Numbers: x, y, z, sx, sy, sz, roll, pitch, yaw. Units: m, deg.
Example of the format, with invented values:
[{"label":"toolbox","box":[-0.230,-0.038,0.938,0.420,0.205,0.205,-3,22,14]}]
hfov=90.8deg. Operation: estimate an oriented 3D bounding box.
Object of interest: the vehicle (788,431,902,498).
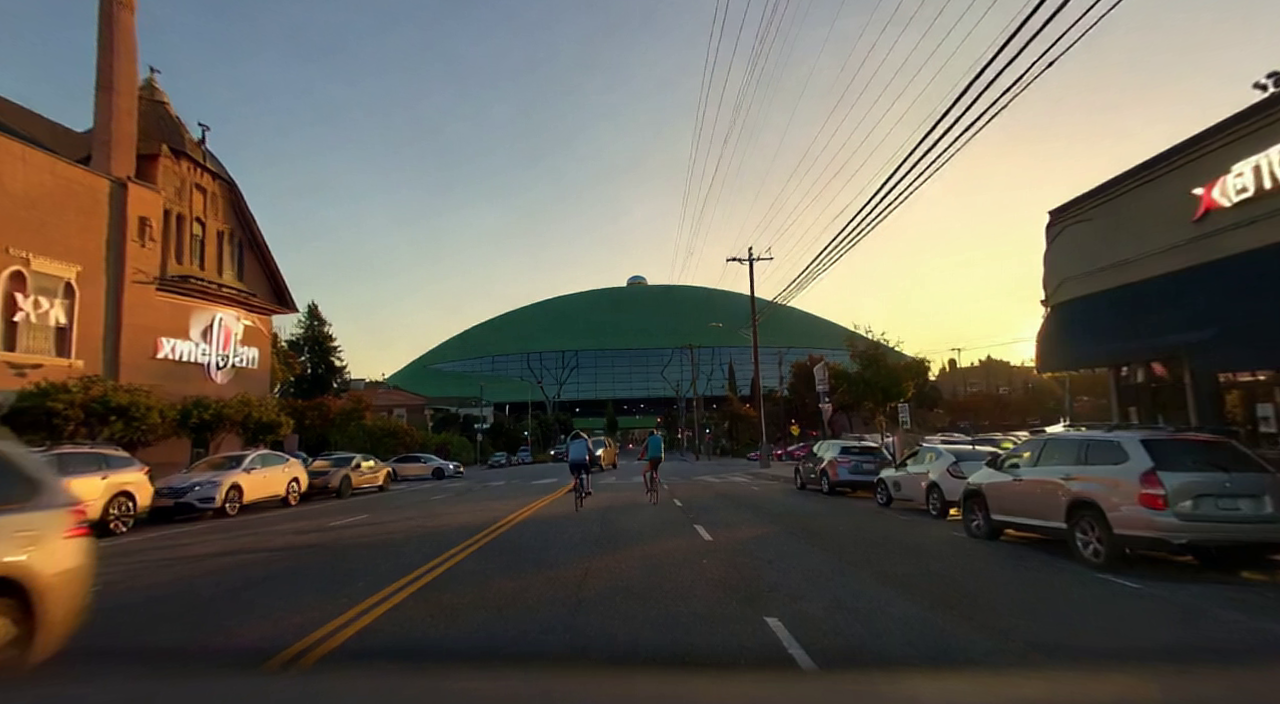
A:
[{"label":"vehicle","box":[5.761,3.192,18.290,1.873,1.714,3.979,0,-8,-1]}]

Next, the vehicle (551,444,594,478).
[{"label":"vehicle","box":[-4.186,6.838,39.964,2.184,1.954,4.898,0,-8,0]}]

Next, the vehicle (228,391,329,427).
[{"label":"vehicle","box":[-17.195,2.727,30.154,3.685,1.584,1.708,1,-9,-3]}]

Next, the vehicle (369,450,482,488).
[{"label":"vehicle","box":[-10.930,5.975,32.490,4.961,1.832,2.287,0,-9,1]}]

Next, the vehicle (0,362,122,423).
[{"label":"vehicle","box":[-17.337,1.194,18.096,3.445,1.576,1.787,-1,-7,2]}]

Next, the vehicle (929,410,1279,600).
[{"label":"vehicle","box":[5.544,1.650,7.735,1.972,1.623,4.469,0,-8,1]}]

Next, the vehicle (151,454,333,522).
[{"label":"vehicle","box":[-10.327,3.524,16.929,1.904,1.495,4.585,0,-8,0]}]

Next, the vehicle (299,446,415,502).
[{"label":"vehicle","box":[-10.301,4.435,23.504,2.075,1.816,4.900,0,-8,-1]}]

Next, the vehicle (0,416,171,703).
[{"label":"vehicle","box":[-3.988,0.891,1.756,2.059,1.519,4.351,0,-8,-1]}]

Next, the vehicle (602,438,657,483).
[{"label":"vehicle","box":[-0.422,4.629,27.262,2.190,1.783,4.048,0,-8,0]}]

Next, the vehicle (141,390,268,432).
[{"label":"vehicle","box":[-17.339,2.385,25.272,3.750,1.495,1.727,-1,-8,-2]}]
